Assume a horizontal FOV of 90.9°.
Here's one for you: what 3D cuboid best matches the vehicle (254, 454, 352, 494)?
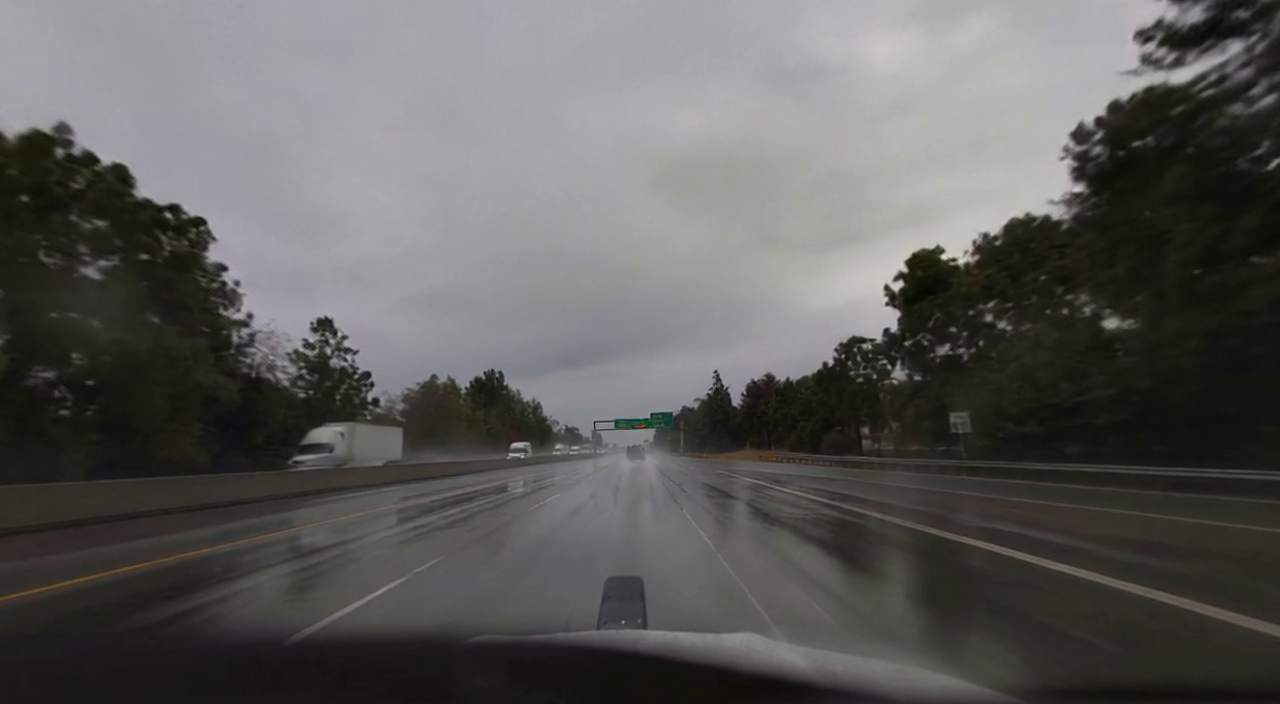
[{"bbox_3d":[-14.069,5.095,26.608,1.830,1.493,4.238,0,-9,-1],"label":"vehicle"}]

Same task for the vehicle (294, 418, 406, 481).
[{"bbox_3d":[-18.263,6.267,40.592,2.824,3.571,9.191,0,-9,-1],"label":"vehicle"}]
